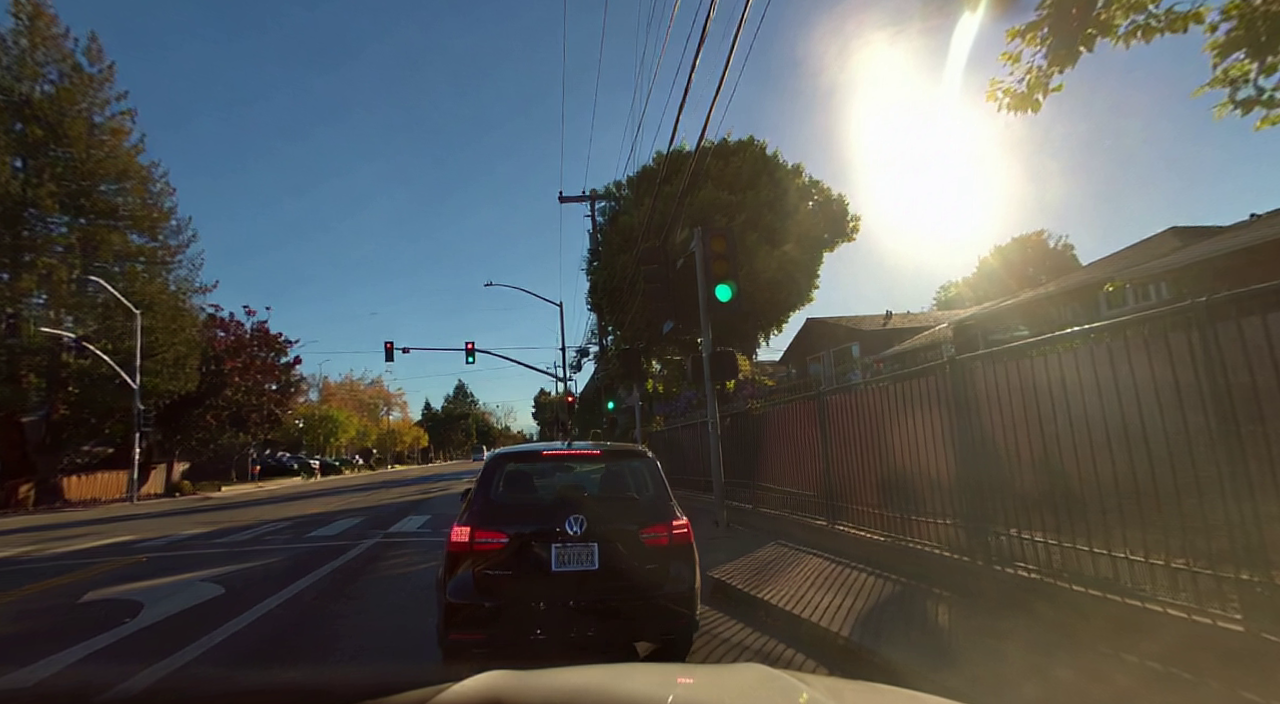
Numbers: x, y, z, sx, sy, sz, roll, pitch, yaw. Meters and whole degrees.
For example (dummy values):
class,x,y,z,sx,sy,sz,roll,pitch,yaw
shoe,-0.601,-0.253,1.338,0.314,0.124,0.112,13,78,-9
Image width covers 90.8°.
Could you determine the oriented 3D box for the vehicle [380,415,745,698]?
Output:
class,x,y,z,sx,sy,sz,roll,pitch,yaw
vehicle,-0.680,1.393,5.444,2.024,1.502,3.702,1,-9,-9
